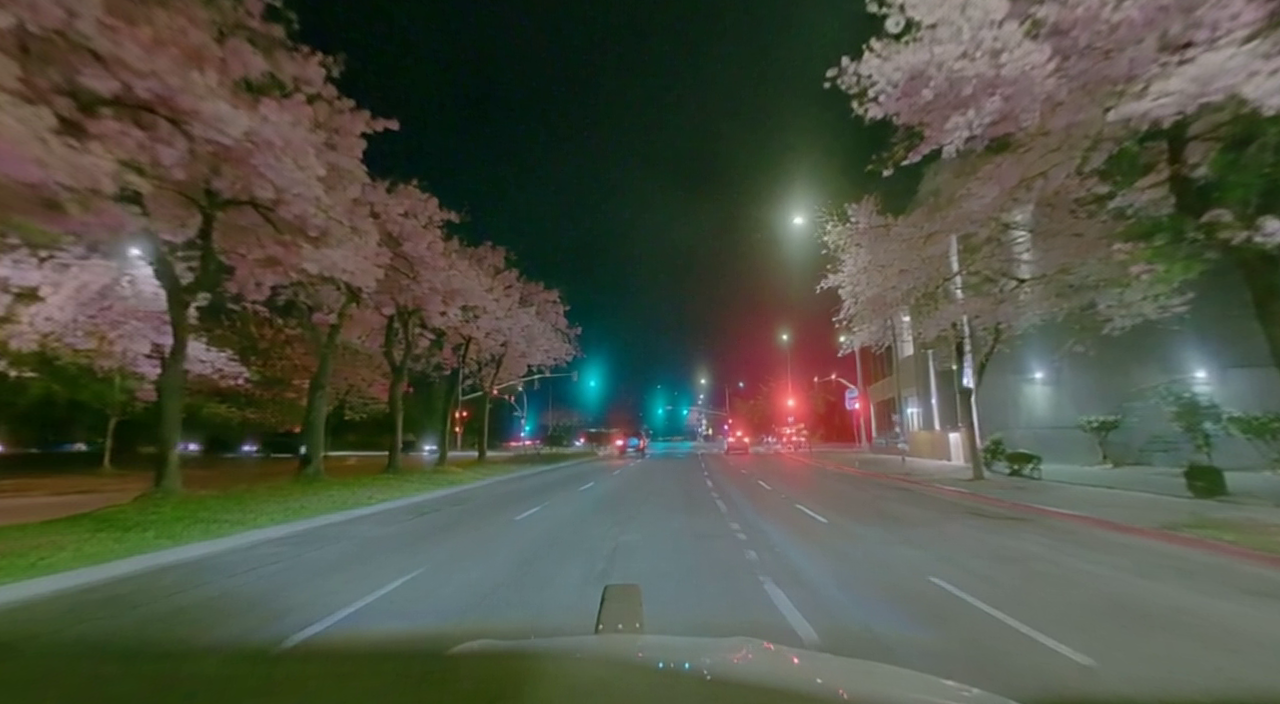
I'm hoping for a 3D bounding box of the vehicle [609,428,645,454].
[{"bbox_3d":[-0.864,6.256,44.206,1.995,1.703,4.367,-1,-8,5],"label":"vehicle"}]

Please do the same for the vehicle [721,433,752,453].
[{"bbox_3d":[7.577,7.175,49.865,2.007,1.466,4.291,-1,-8,4],"label":"vehicle"}]
